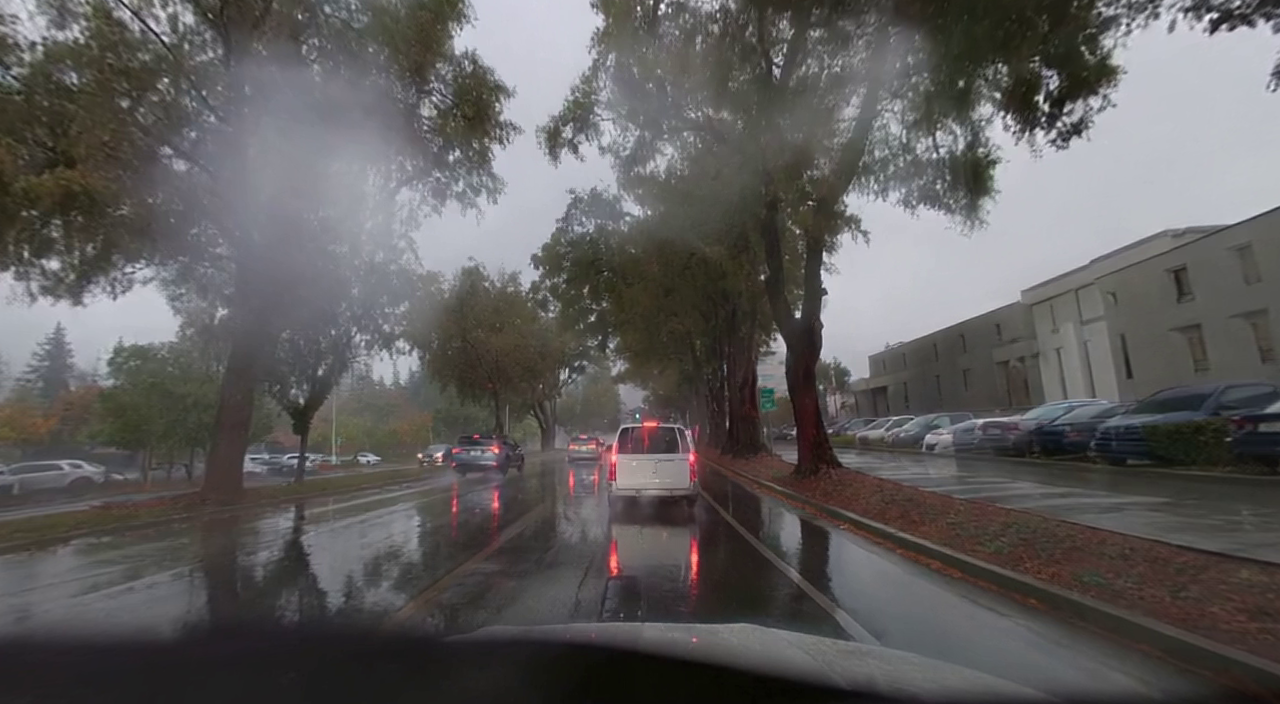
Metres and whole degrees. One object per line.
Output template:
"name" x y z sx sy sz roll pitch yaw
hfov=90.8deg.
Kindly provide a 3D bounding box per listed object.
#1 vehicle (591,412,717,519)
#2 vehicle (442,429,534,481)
"vehicle" 0.322 2.276 13.079 2.173 1.830 4.189 0 -9 2
"vehicle" -6.048 4.170 25.801 2.154 1.902 4.735 -1 -9 6
